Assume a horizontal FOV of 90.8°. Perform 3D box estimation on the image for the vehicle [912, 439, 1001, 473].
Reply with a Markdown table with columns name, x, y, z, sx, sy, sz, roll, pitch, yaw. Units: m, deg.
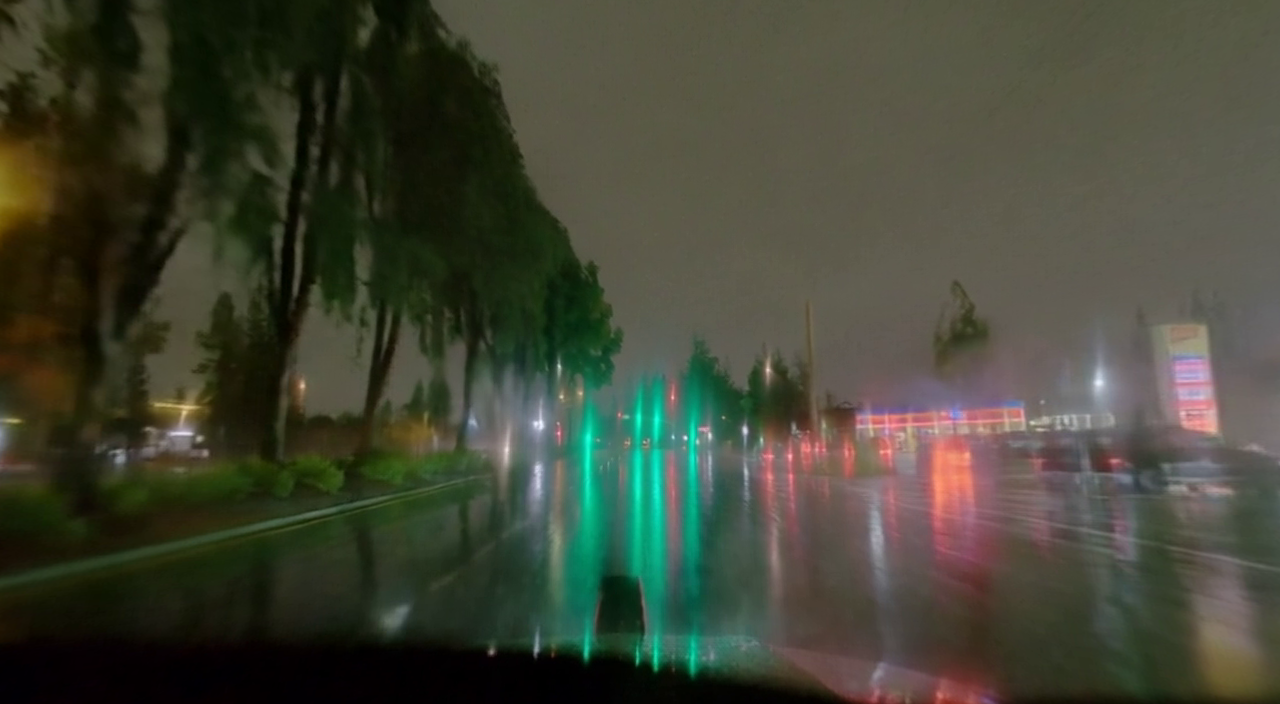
| name | x | y | z | sx | sy | sz | roll | pitch | yaw |
| --- | --- | --- | --- | --- | --- | --- | --- | --- | --- |
| vehicle | 14.870 | 4.887 | 29.976 | 1.920 | 1.471 | 4.516 | 0 | -8 | 1 |

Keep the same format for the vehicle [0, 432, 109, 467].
| name | x | y | z | sx | sy | sz | roll | pitch | yaw |
| --- | --- | --- | --- | --- | --- | --- | --- | --- | --- |
| vehicle | -35.863 | 5.825 | 37.910 | 2.667 | 1.929 | 6.076 | -1 | -8 | 0 |

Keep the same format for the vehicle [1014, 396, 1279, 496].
| name | x | y | z | sx | sy | sz | roll | pitch | yaw |
| --- | --- | --- | --- | --- | --- | --- | --- | --- | --- |
| vehicle | 13.320 | 2.360 | 15.930 | 6.063 | 2.313 | 2.534 | 0 | -8 | 1 |

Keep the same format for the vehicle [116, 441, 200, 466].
| name | x | y | z | sx | sy | sz | roll | pitch | yaw |
| --- | --- | --- | --- | --- | --- | --- | --- | --- | --- |
| vehicle | -31.866 | 6.711 | 41.822 | 3.894 | 1.590 | 1.908 | 0 | -8 | -2 |
